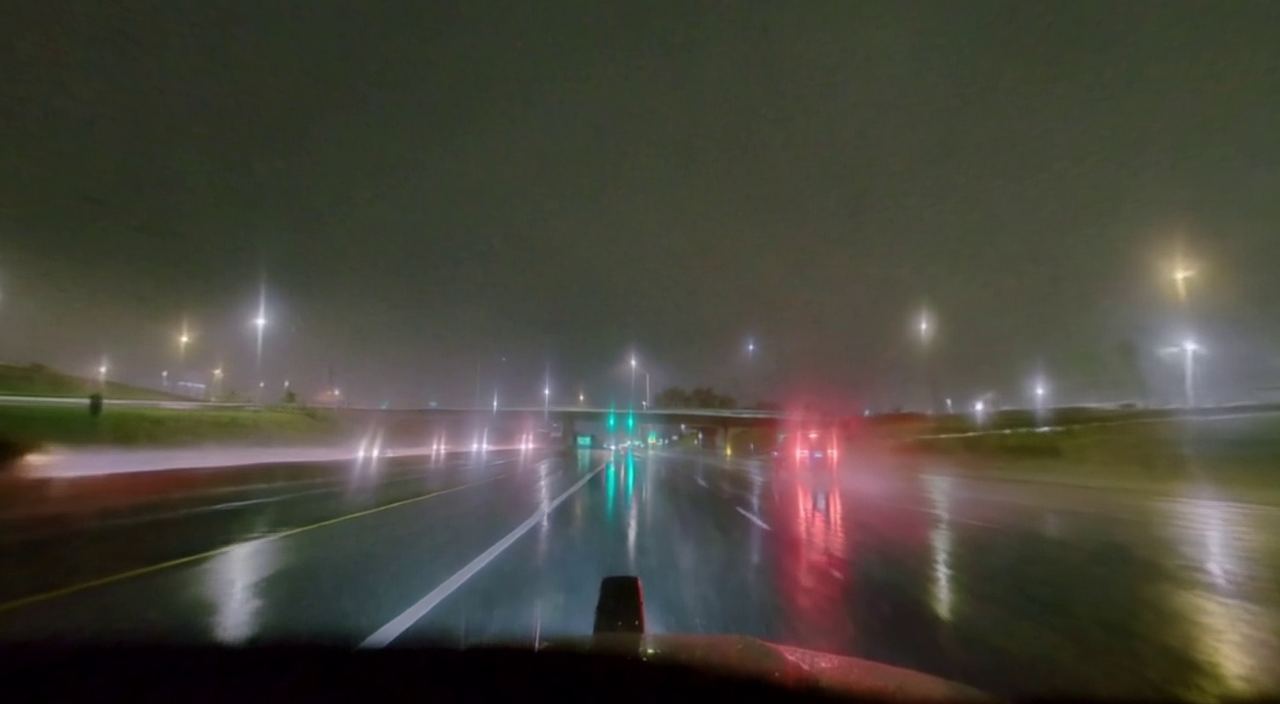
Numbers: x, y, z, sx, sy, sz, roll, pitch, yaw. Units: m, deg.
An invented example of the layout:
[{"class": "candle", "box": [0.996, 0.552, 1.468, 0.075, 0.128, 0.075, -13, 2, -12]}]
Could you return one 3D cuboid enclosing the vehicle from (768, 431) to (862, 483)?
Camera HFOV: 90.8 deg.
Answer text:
[{"class": "vehicle", "box": [6.377, 3.880, 23.605, 2.104, 1.723, 4.538, 0, -9, -2]}]
